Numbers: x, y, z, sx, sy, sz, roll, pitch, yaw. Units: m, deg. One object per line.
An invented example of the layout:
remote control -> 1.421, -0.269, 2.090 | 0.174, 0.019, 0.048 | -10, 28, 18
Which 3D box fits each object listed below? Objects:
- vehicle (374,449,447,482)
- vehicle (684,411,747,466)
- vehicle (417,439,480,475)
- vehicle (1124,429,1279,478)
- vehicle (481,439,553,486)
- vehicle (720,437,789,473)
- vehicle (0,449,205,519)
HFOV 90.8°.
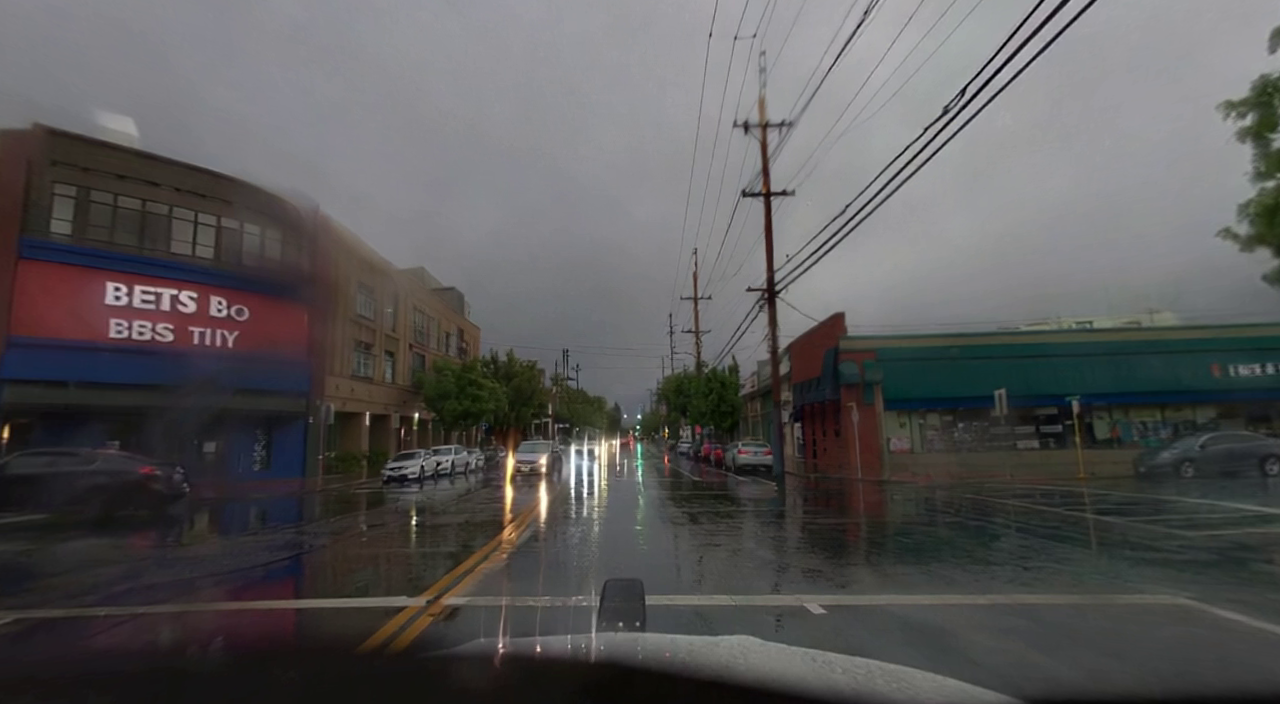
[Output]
vehicle -> -10.953, 5.403, 30.485 | 1.978, 1.452, 4.263 | 0, -8, 0
vehicle -> 4.599, 5.553, 40.290 | 2.815, 3.203, 7.558 | 0, -8, -2
vehicle -> -10.845, 5.989, 36.178 | 2.072, 1.818, 4.951 | -3, -9, 0
vehicle -> 18.623, 3.247, 20.352 | 4.368, 1.479, 1.985 | 0, -8, 1
vehicle -> -4.300, 3.916, 22.707 | 1.914, 1.506, 4.125 | 0, -8, -3
vehicle -> 5.595, 5.107, 31.540 | 1.963, 1.646, 4.204 | 2, -9, -11
vehicle -> -13.782, 3.168, 15.505 | 4.729, 1.518, 2.107 | 4, -9, -25
